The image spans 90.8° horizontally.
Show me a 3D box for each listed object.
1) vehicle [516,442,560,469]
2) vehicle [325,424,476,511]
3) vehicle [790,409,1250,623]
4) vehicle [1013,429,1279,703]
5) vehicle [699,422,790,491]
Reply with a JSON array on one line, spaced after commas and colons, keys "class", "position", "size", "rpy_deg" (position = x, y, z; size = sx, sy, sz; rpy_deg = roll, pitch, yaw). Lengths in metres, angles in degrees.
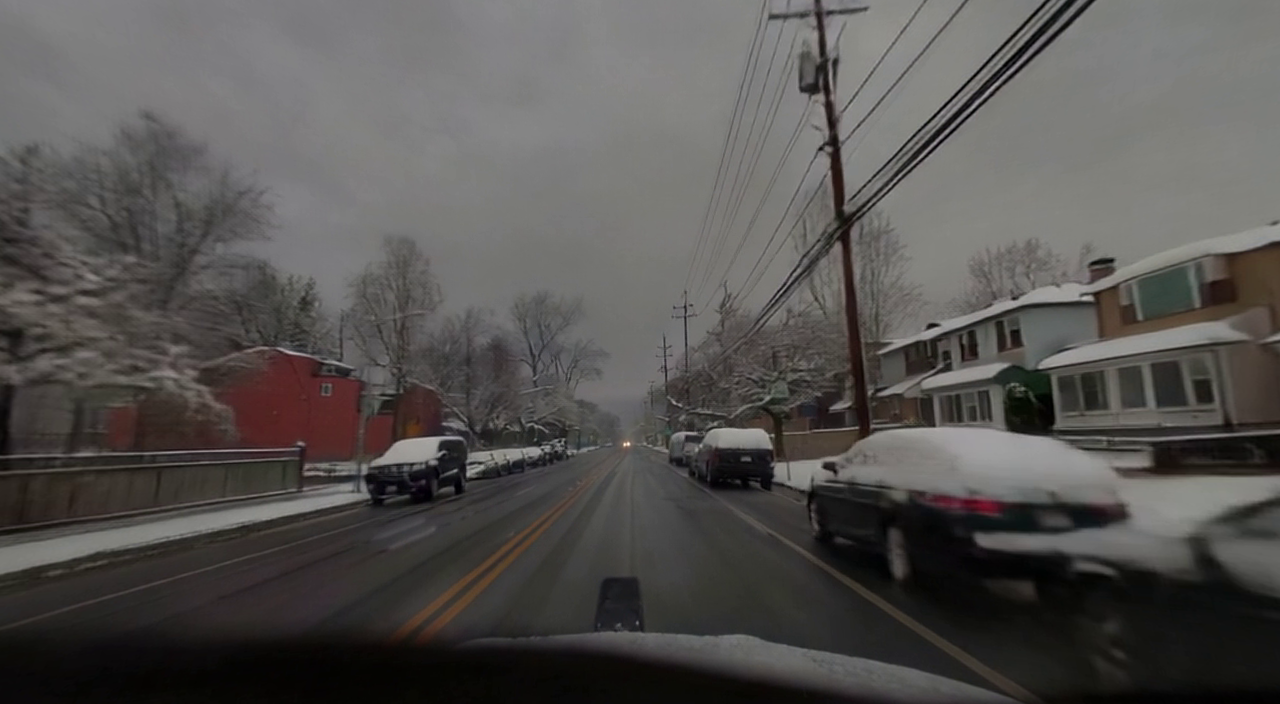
[{"class": "vehicle", "position": [-6.839, 6.934, 42.726], "size": [2.084, 1.573, 4.599], "rpy_deg": [-2, -7, 2]}, {"class": "vehicle", "position": [-6.681, 3.215, 18.435], "size": [2.451, 2.099, 5.112], "rpy_deg": [-1, -7, -1]}, {"class": "vehicle", "position": [3.426, 1.569, 7.202], "size": [2.158, 1.560, 4.865], "rpy_deg": [0, -8, -1]}, {"class": "vehicle", "position": [3.416, 0.902, 1.838], "size": [1.967, 1.382, 4.361], "rpy_deg": [0, -8, 0]}, {"class": "vehicle", "position": [3.281, 3.425, 21.089], "size": [2.065, 1.953, 5.359], "rpy_deg": [0, -8, 0]}]
